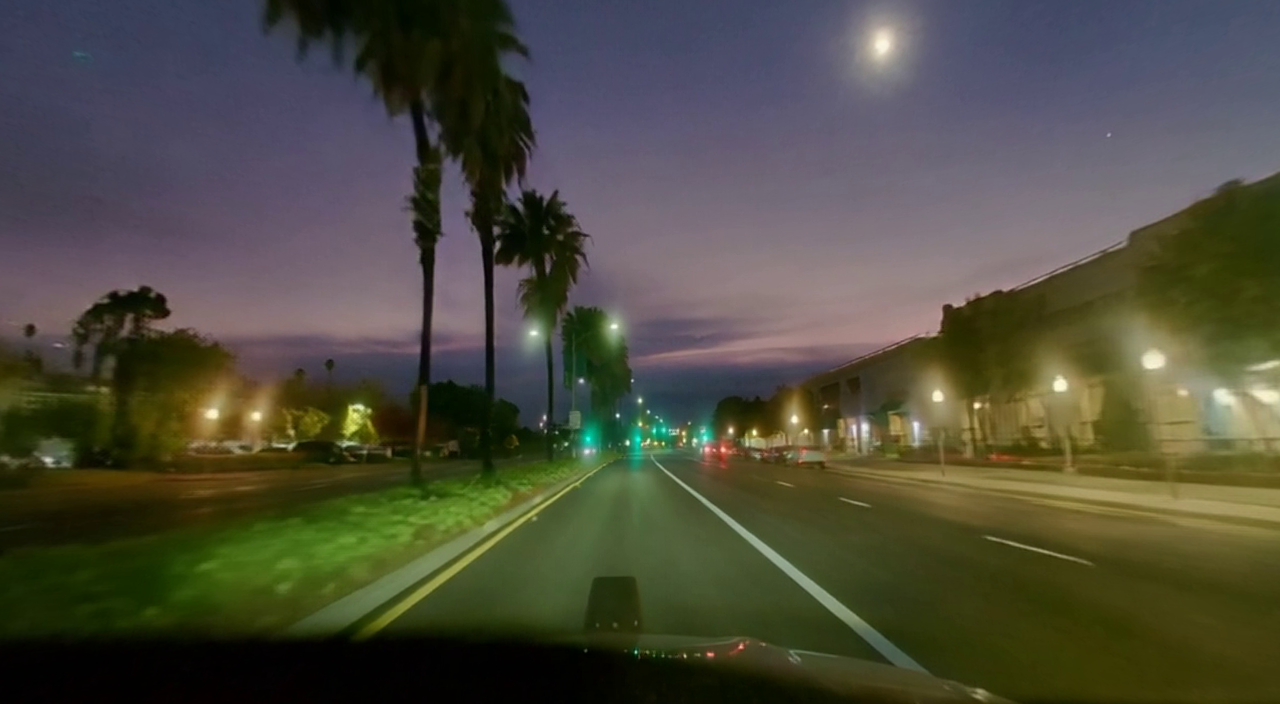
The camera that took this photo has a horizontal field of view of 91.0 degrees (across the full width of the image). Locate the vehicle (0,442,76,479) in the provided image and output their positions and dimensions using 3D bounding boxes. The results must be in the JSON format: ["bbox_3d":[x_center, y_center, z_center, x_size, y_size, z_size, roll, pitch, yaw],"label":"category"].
[{"bbox_3d":[-36.043,6.102,35.557,5.711,2.003,2.550,0,-8,-1],"label":"vehicle"}]

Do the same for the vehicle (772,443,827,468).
[{"bbox_3d":[10.196,6.653,40.659,2.086,1.545,4.645,1,-8,-4],"label":"vehicle"}]
